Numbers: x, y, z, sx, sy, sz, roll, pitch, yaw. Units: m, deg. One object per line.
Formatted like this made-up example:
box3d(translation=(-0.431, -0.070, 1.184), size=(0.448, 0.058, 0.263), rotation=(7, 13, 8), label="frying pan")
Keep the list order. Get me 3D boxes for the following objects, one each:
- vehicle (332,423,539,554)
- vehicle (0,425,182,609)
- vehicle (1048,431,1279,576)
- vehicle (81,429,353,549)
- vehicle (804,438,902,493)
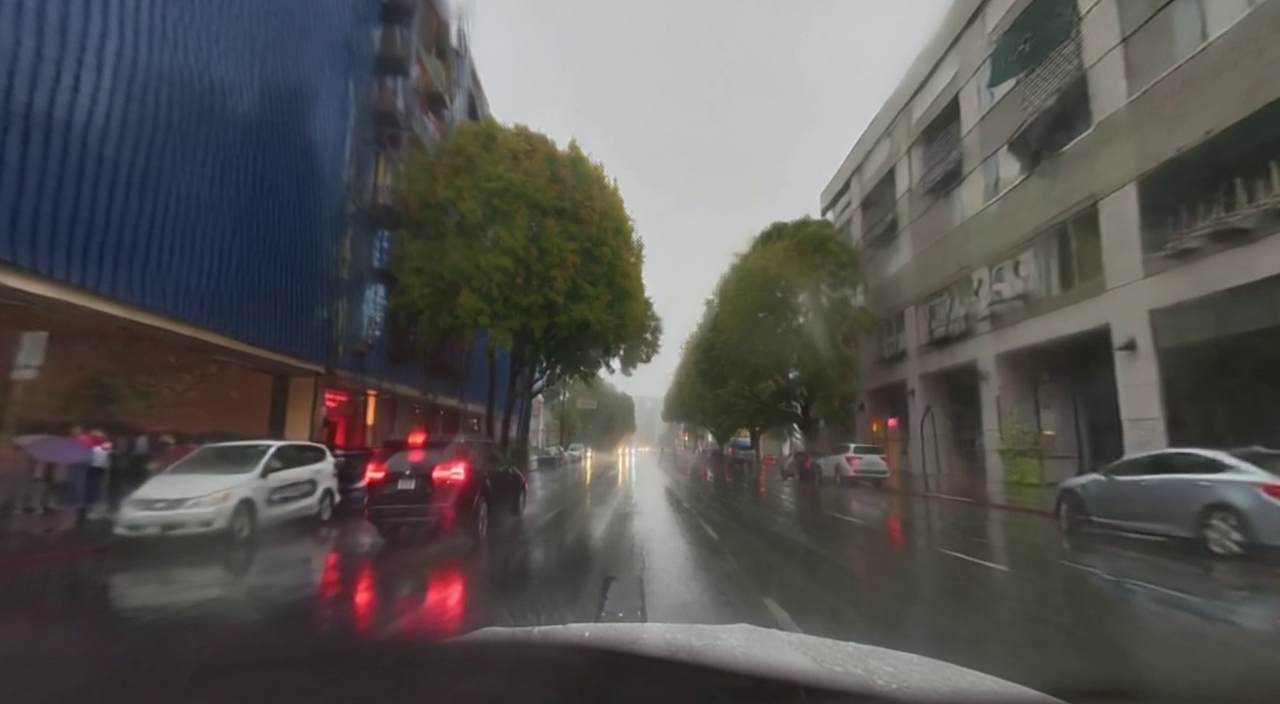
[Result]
box3d(translation=(-3.133, 2.170, 10.822), size=(2.002, 1.756, 4.366), rotation=(0, -8, 1), label="vehicle")
box3d(translation=(-7.014, 1.546, 5.845), size=(1.860, 1.723, 4.950), rotation=(0, -8, -1), label="vehicle")
box3d(translation=(9.279, 2.303, 10.120), size=(2.167, 1.839, 4.970), rotation=(4, -8, 0), label="vehicle")
box3d(translation=(-7.103, 2.370, 11.304), size=(1.880, 1.713, 4.172), rotation=(0, -10, 1), label="vehicle")
box3d(translation=(9.121, 4.884, 27.728), size=(2.249, 2.117, 5.743), rotation=(0, -8, 0), label="vehicle")
